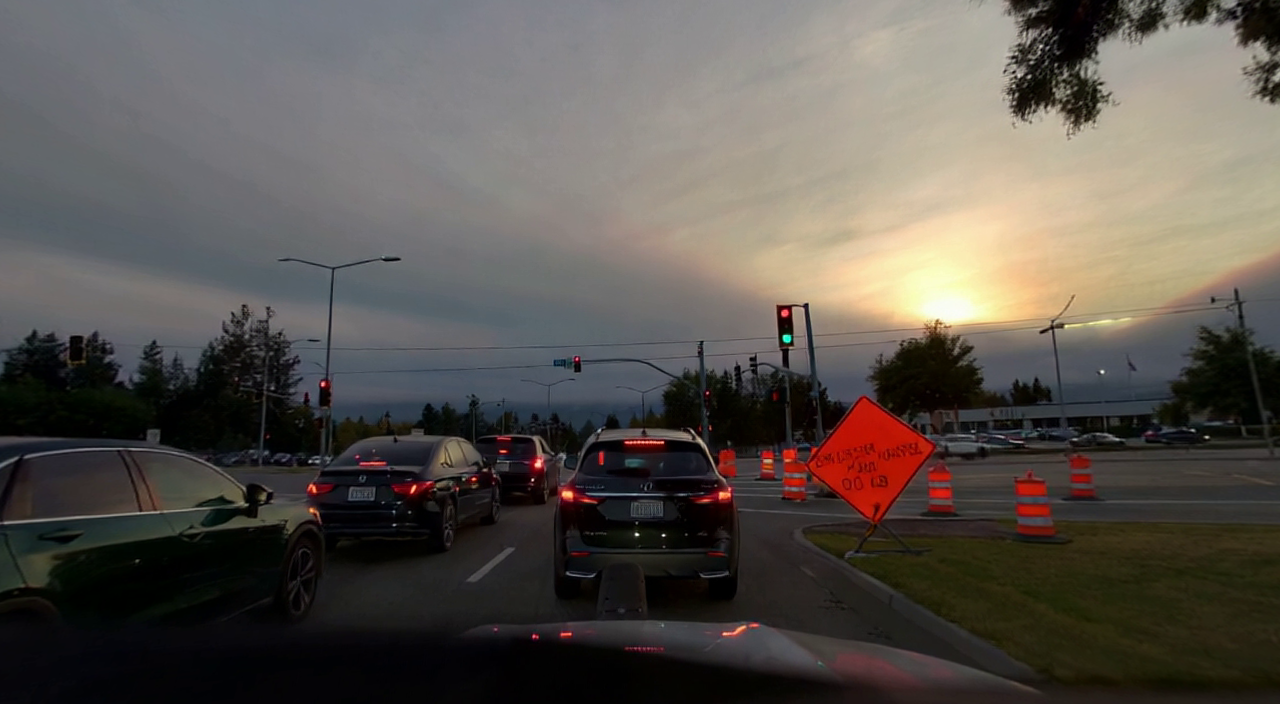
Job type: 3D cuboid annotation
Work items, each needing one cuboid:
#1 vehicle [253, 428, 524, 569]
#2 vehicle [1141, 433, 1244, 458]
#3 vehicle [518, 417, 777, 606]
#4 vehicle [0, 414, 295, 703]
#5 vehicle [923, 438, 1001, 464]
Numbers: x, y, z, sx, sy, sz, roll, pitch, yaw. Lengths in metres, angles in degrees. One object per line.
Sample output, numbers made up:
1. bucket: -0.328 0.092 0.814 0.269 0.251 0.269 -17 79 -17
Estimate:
1. vehicle: -3.266 2.002 9.452 1.989 1.541 4.626 0 -9 2
2. vehicle: 35.813 6.087 40.896 4.807 1.504 1.837 0 -9 1
3. vehicle: 0.108 1.623 7.216 2.167 1.560 3.676 0 -9 1
4. vehicle: -3.592 0.944 2.162 2.064 1.497 4.722 0 -9 1
5. vehicle: 20.812 6.399 40.801 4.051 1.583 1.794 0 -9 1
